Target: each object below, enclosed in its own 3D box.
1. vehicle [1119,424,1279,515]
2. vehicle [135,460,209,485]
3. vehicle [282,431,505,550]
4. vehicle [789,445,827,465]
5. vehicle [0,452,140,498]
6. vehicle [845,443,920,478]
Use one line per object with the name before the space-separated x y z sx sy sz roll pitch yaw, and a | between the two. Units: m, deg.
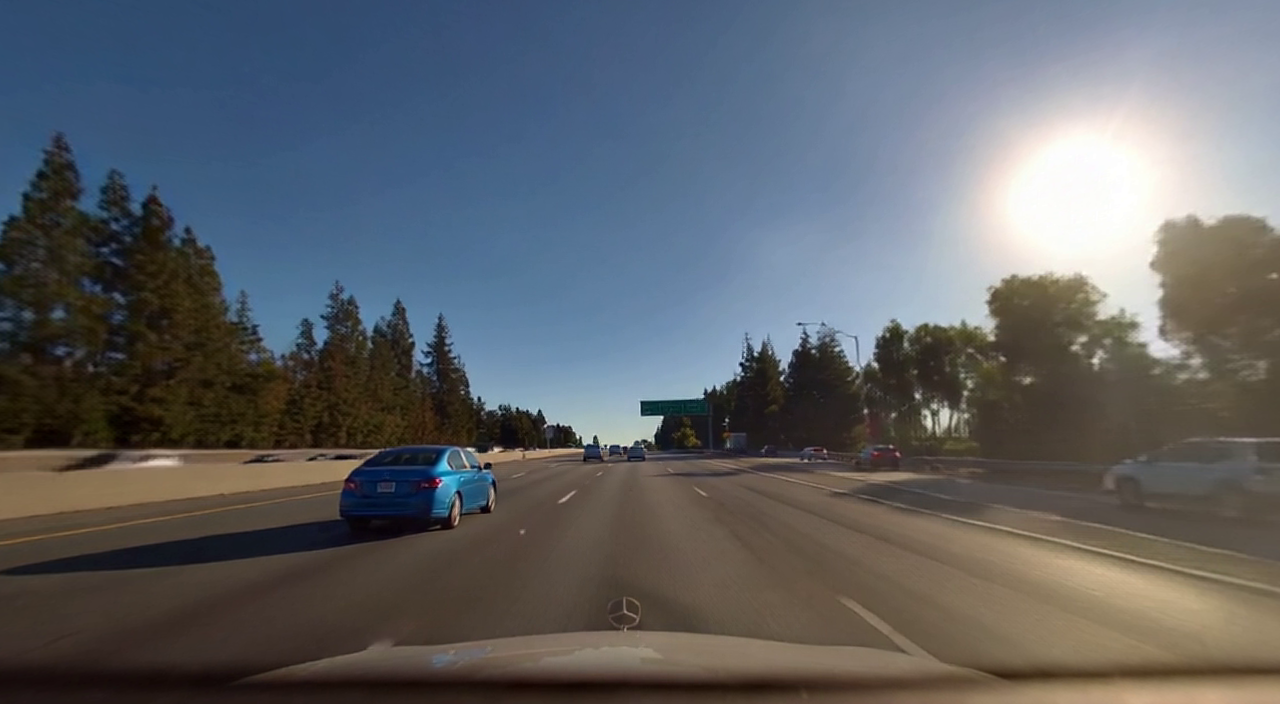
vehicle | 14.330 2.684 14.802 2.278 1.816 5.666 -1 -9 7
vehicle | -33.198 8.530 45.003 1.835 1.541 4.587 0 -9 -2
vehicle | -3.712 2.153 10.478 2.020 1.554 4.137 0 -9 0
vehicle | 13.124 8.064 49.652 1.873 1.463 4.937 -1 -9 2
vehicle | -21.289 4.457 23.310 1.987 1.503 4.474 0 -9 -1
vehicle | 11.416 5.136 30.141 1.940 1.496 4.992 -1 -9 4
